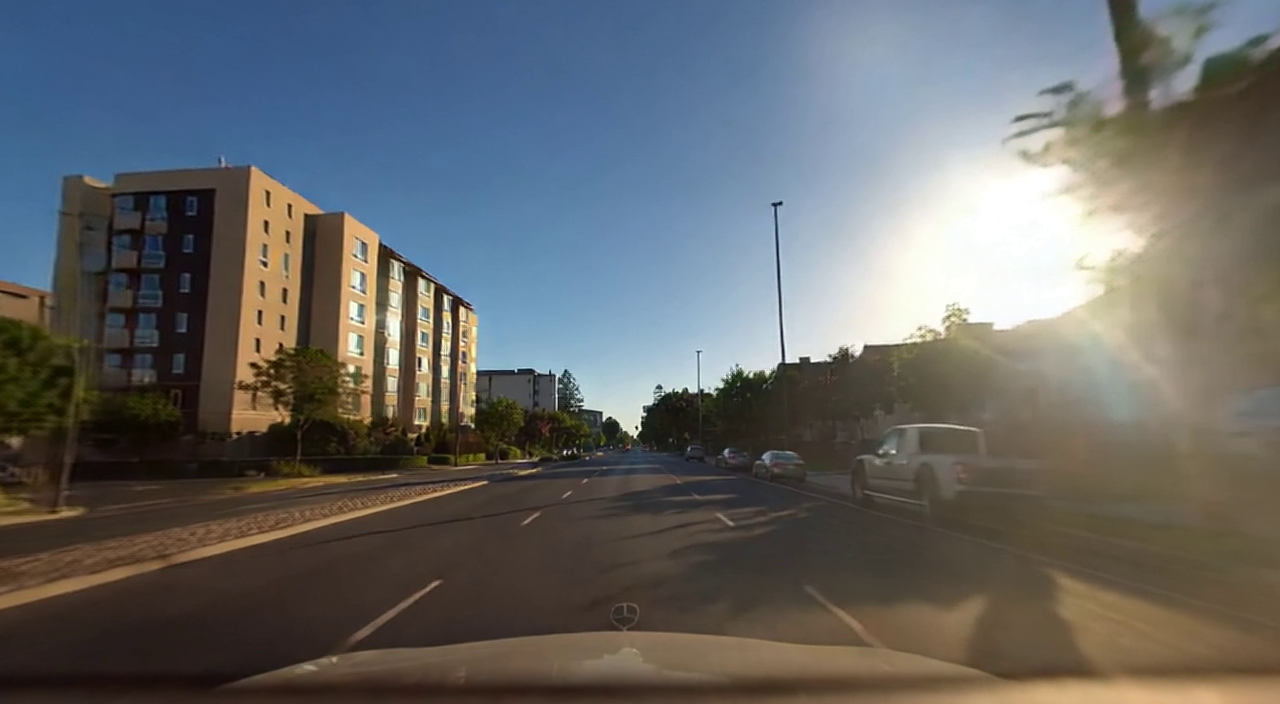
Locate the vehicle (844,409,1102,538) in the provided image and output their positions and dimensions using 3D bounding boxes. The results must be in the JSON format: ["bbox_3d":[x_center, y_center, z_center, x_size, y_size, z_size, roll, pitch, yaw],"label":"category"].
[{"bbox_3d":[6.315,2.405,13.268,2.267,2.037,6.240,-1,-9,3],"label":"vehicle"}]

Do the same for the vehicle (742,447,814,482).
[{"bbox_3d":[6.068,5.011,28.452,2.013,1.408,5.011,0,-9,-1],"label":"vehicle"}]

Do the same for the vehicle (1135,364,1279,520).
[{"bbox_3d":[11.841,1.604,11.335,1.794,2.637,4.533,-1,-9,-5],"label":"vehicle"}]

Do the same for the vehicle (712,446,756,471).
[{"bbox_3d":[5.967,6.790,40.555,1.944,1.478,4.885,0,-9,-2],"label":"vehicle"}]
